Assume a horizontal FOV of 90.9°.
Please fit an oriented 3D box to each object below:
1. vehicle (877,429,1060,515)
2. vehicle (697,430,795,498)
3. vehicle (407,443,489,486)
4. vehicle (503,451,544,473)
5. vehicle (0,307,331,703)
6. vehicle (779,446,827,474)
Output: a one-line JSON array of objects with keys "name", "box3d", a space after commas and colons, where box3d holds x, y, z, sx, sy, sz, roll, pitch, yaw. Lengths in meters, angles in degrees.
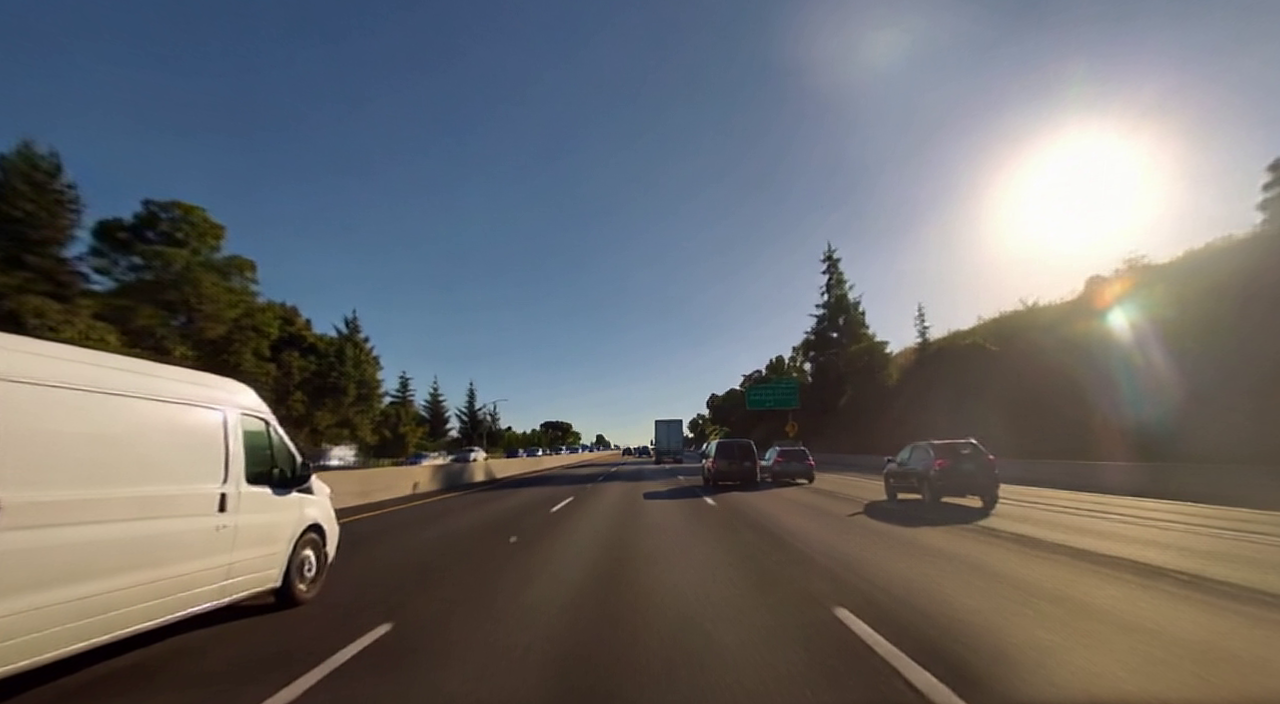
[{"name": "vehicle", "box3d": [7.412, 2.727, 14.857, 1.976, 1.703, 4.288, 0, -8, 0]}, {"name": "vehicle", "box3d": [3.176, 3.471, 19.999, 2.209, 1.862, 4.717, 0, -8, -1]}, {"name": "vehicle", "box3d": [-8.110, 4.779, 27.130, 2.081, 1.656, 4.378, 0, -8, 1]}, {"name": "vehicle", "box3d": [-8.028, 7.629, 43.943, 1.911, 1.440, 4.514, 0, -8, 1]}, {"name": "vehicle", "box3d": [-3.813, 0.784, 2.714, 2.159, 1.922, 5.345, 0, -8, 1]}, {"name": "vehicle", "box3d": [9.184, 6.084, 35.807, 1.827, 1.493, 3.919, -1, -8, 3]}]
